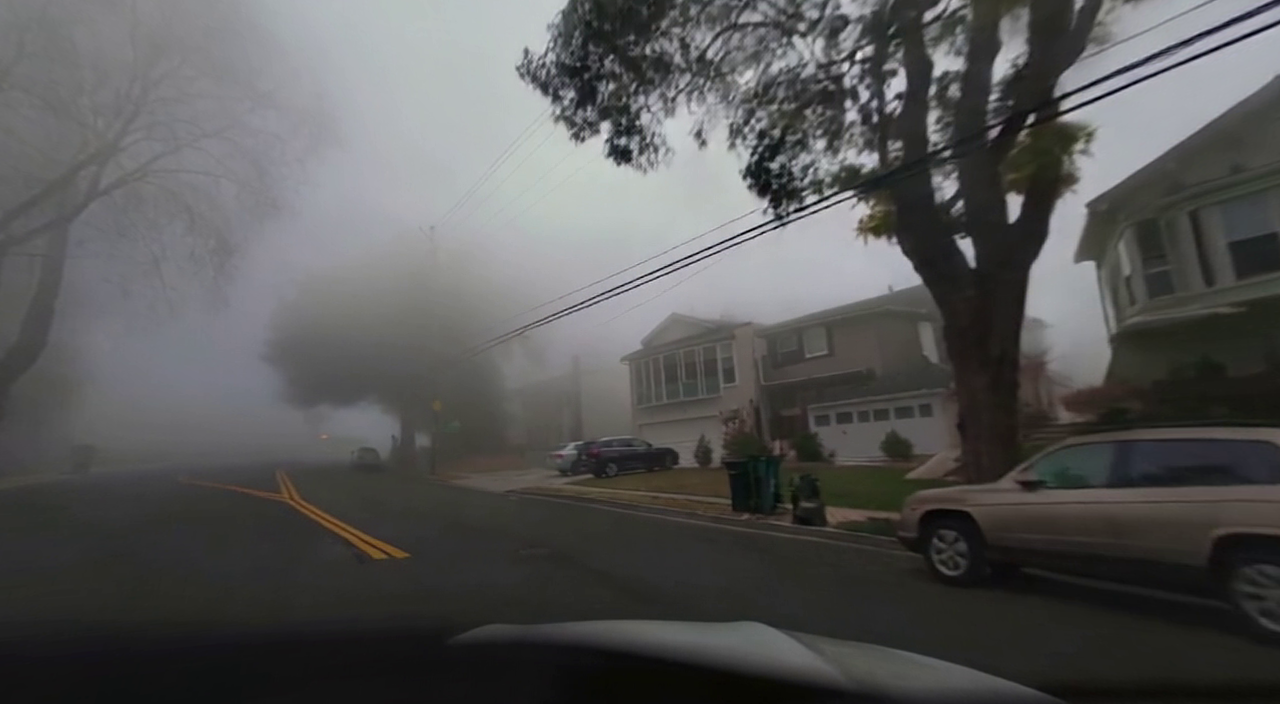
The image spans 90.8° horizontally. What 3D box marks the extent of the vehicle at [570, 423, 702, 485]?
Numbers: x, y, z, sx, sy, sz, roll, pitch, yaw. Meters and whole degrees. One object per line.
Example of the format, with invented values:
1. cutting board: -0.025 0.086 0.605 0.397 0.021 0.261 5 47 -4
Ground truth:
1. vehicle: -0.101 3.663 23.139 4.431 1.873 1.920 2 -8 -34

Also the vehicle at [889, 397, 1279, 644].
1. vehicle: 4.823 1.356 5.656 1.934 1.697 4.432 6 -10 -33

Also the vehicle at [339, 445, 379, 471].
1. vehicle: -18.563 6.972 41.655 1.984 1.601 3.994 4 -10 -28
